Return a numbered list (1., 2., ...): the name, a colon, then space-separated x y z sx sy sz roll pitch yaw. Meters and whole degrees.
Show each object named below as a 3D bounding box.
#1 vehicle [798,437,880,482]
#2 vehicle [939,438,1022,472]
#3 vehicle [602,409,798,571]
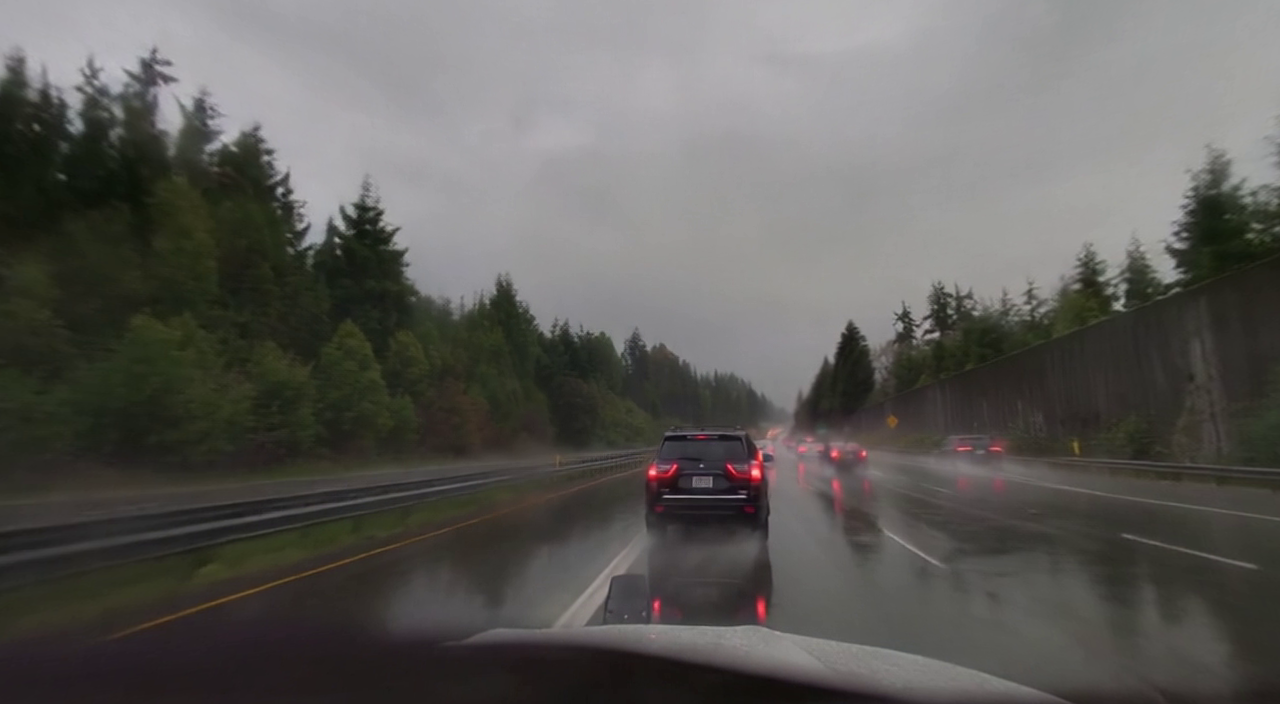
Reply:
1. vehicle: 7.078 3.860 22.918 1.962 1.442 4.536 -1 -8 6
2. vehicle: 15.924 4.818 29.742 1.990 1.478 4.475 -1 -8 9
3. vehicle: 0.921 1.713 8.626 2.021 1.635 4.085 -1 -8 9
